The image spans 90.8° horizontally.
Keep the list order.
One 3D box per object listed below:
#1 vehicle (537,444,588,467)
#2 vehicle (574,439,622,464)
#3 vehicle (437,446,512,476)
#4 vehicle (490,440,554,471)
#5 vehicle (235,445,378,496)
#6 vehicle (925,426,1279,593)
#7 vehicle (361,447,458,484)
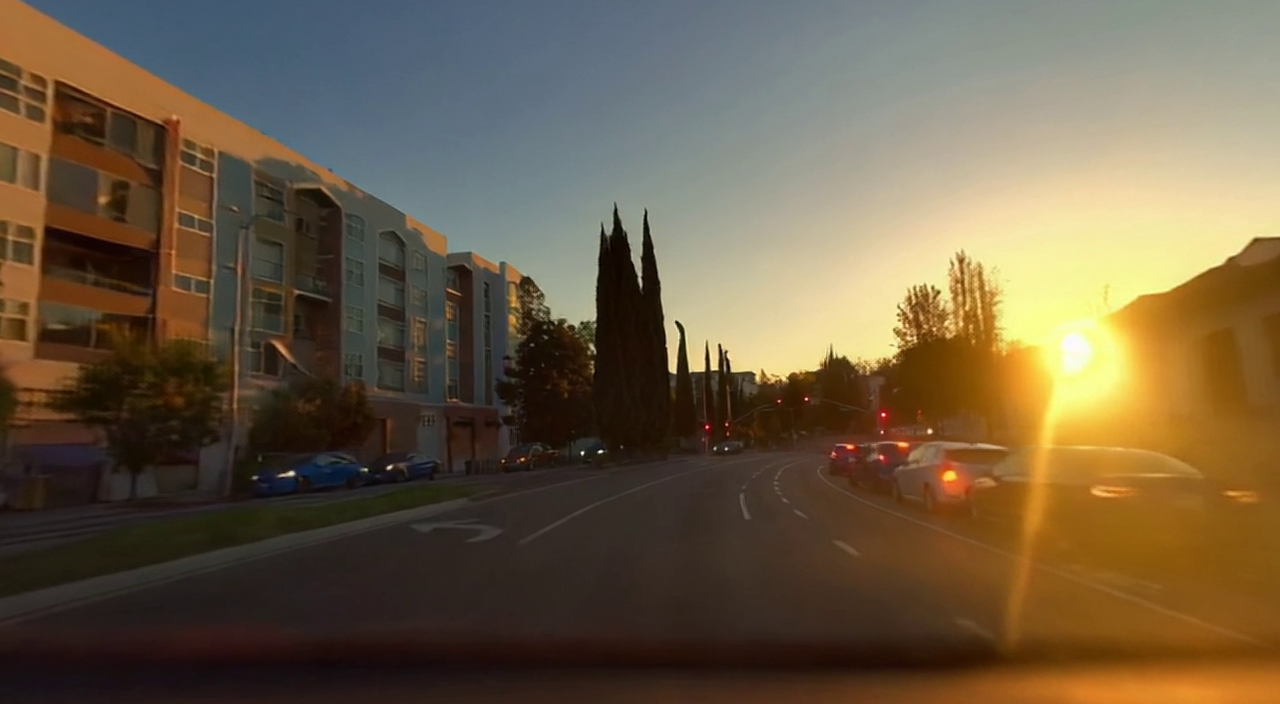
[{"bbox_3d":[-5.335,7.227,44.254,1.830,1.497,4.436,-3,-9,18],"label":"vehicle"},{"bbox_3d":[-3.251,7.807,49.784,2.083,1.882,4.642,-3,-9,19],"label":"vehicle"},{"bbox_3d":[-8.702,5.738,33.642,1.811,1.459,4.702,-2,-9,13],"label":"vehicle"},{"bbox_3d":[-7.112,6.279,38.699,1.933,1.759,5.002,-2,-9,13],"label":"vehicle"},{"bbox_3d":[-11.070,3.937,21.428,1.882,1.508,4.476,-1,-8,9],"label":"vehicle"},{"bbox_3d":[5.576,1.778,8.151,1.977,1.497,4.680,-1,-8,5],"label":"vehicle"},{"bbox_3d":[-10.015,4.923,27.885,1.841,1.444,4.554,-2,-8,11],"label":"vehicle"}]
